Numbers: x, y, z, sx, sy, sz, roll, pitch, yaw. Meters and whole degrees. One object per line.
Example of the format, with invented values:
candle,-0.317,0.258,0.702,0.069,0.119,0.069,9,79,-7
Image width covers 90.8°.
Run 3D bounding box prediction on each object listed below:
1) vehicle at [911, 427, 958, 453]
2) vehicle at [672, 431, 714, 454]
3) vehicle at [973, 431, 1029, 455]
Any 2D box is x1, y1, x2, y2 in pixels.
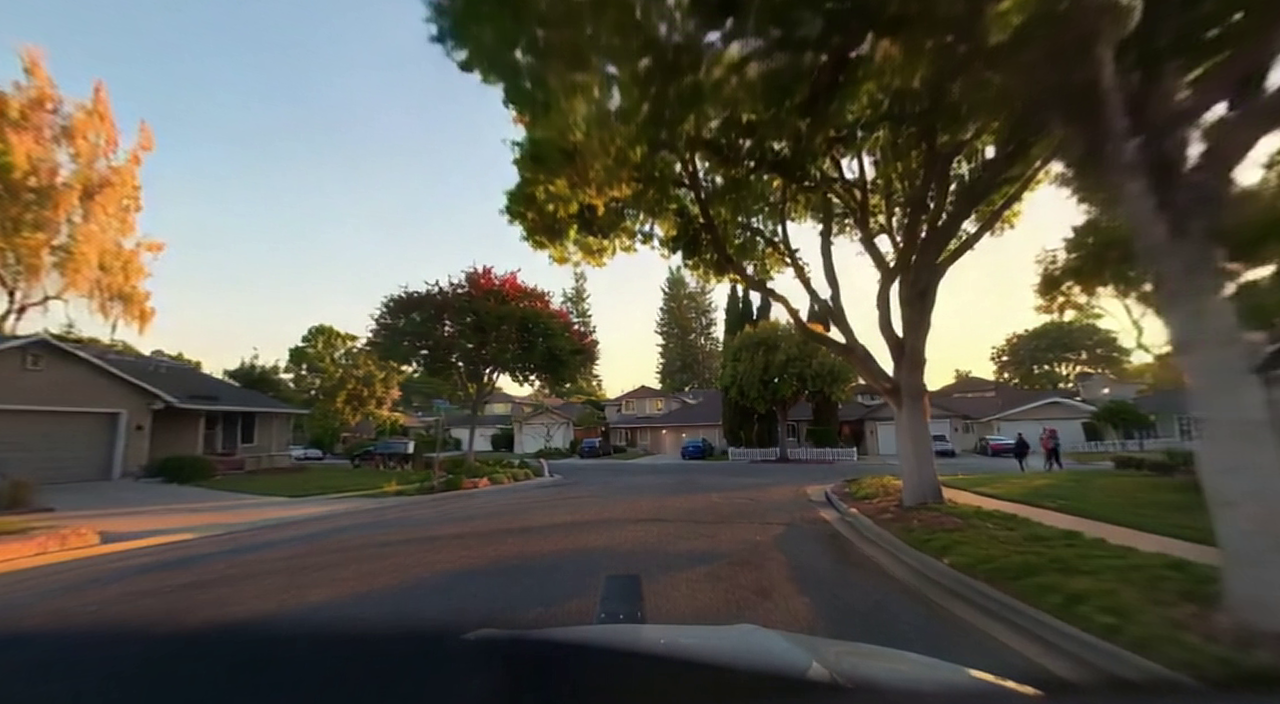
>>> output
vehicle,20.520,6.175,44.198,1.937,1.731,4.179,-2,-8,11
vehicle,4.079,6.815,47.668,1.942,1.651,4.655,-3,-9,21
vehicle,24.127,6.095,42.354,1.873,1.556,4.216,-1,-8,10
